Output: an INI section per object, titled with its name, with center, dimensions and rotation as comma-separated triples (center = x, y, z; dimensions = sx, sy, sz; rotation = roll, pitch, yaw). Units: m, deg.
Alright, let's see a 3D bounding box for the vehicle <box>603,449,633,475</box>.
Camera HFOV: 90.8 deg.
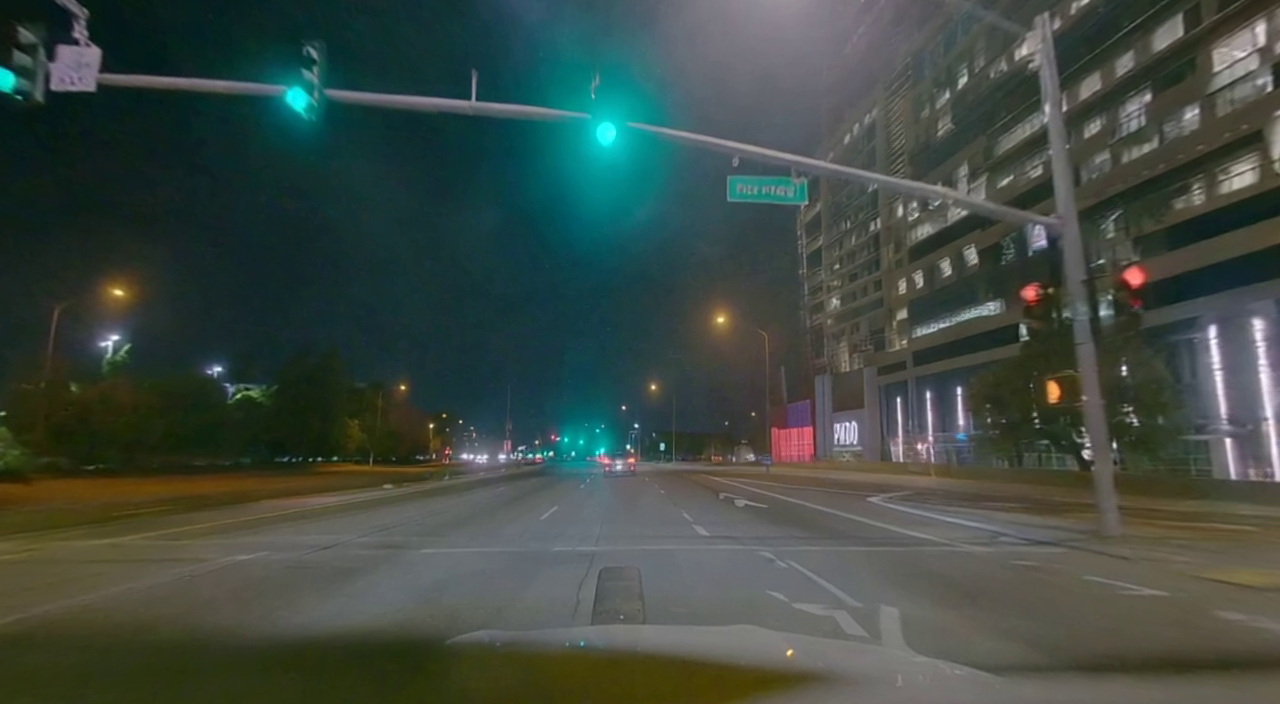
[vehicle]
center = -1.632, 7.821, 45.068
dimensions = 2.038, 1.682, 3.844
rotation = 0, -8, -4
